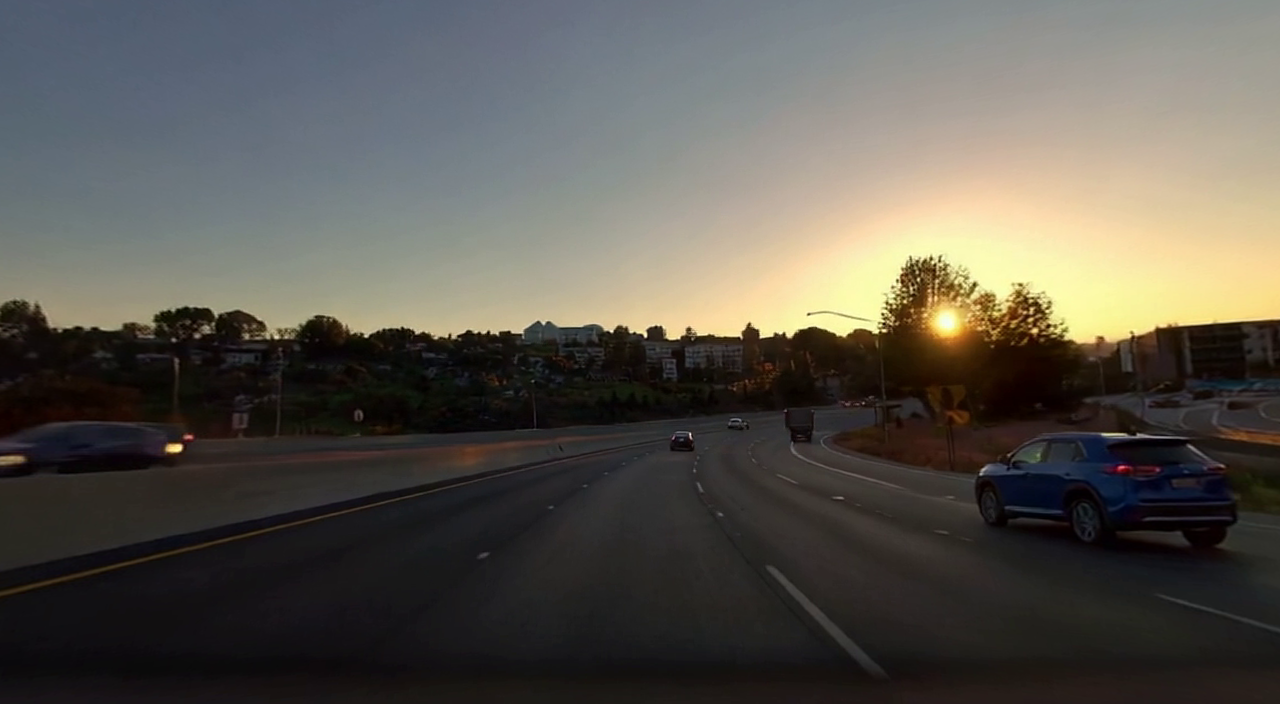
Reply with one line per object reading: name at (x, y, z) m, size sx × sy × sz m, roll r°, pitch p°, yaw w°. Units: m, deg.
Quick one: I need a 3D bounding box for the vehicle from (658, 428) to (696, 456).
vehicle at (2.579, 6.195, 43.338) m, size 2.181 × 1.768 × 4.383 m, roll -1°, pitch -9°, yaw 8°

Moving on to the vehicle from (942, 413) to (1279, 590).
vehicle at (5.950, 1.741, 8.215) m, size 2.097 × 1.659 × 4.320 m, roll -1°, pitch -9°, yaw 4°

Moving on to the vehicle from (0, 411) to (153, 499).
vehicle at (-12.251, 1.960, 12.060) m, size 2.179 × 1.522 × 4.505 m, roll 0°, pitch -9°, yaw 2°

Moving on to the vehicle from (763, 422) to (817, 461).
vehicle at (9.268, 5.647, 39.716) m, size 2.526 × 2.230 × 6.190 m, roll -1°, pitch -9°, yaw 6°
